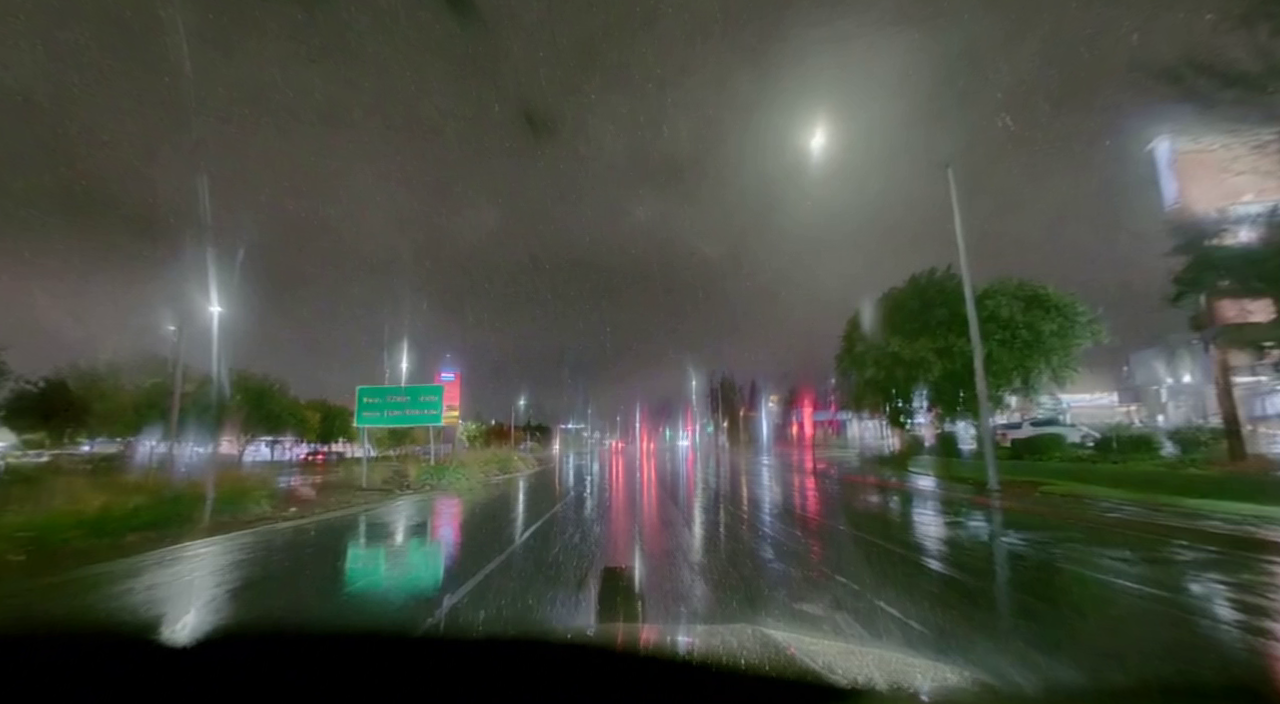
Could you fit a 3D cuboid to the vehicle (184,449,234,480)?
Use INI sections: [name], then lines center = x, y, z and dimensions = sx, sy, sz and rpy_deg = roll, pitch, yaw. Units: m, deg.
[vehicle]
center = -29.722, 7.711, 43.710
dimensions = 1.950, 1.961, 4.927
rpy_deg = 4, -10, -24
